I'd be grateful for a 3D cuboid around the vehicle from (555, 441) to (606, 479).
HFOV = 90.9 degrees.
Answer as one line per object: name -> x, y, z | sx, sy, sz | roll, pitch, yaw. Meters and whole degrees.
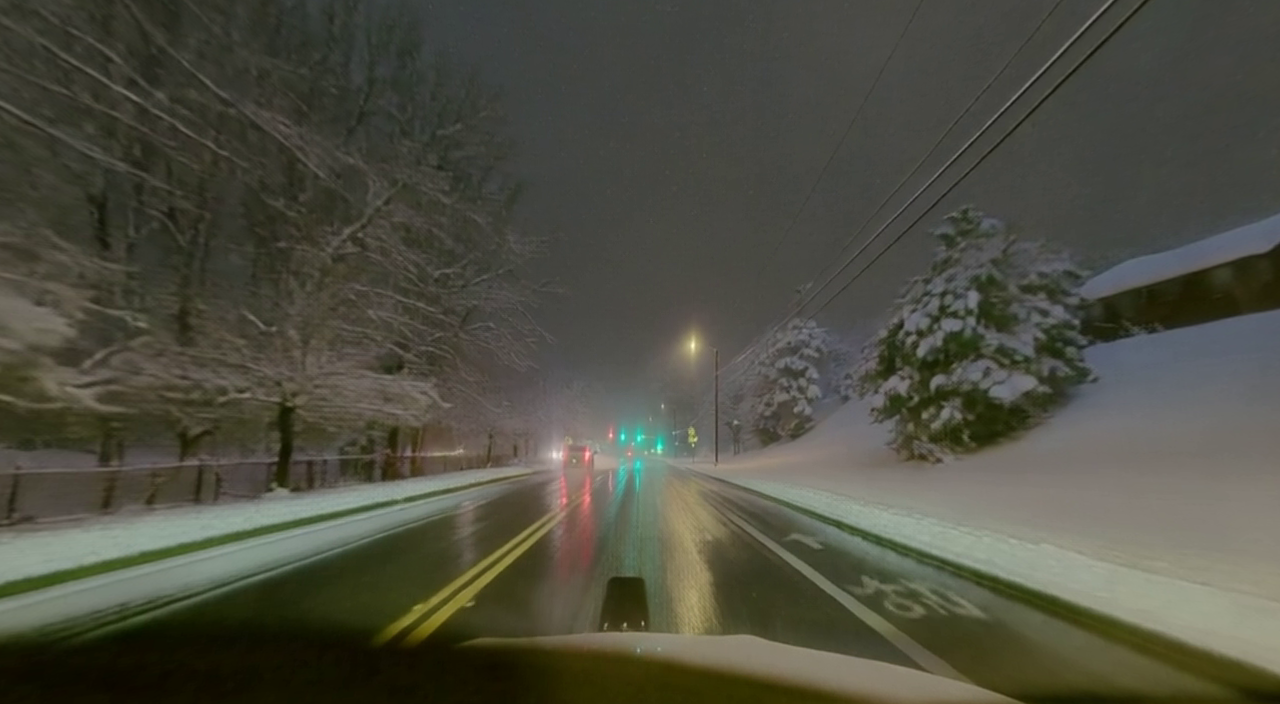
vehicle -> -2.849, 5.259, 30.950 | 2.016, 1.694, 4.335 | 0, -8, 1
